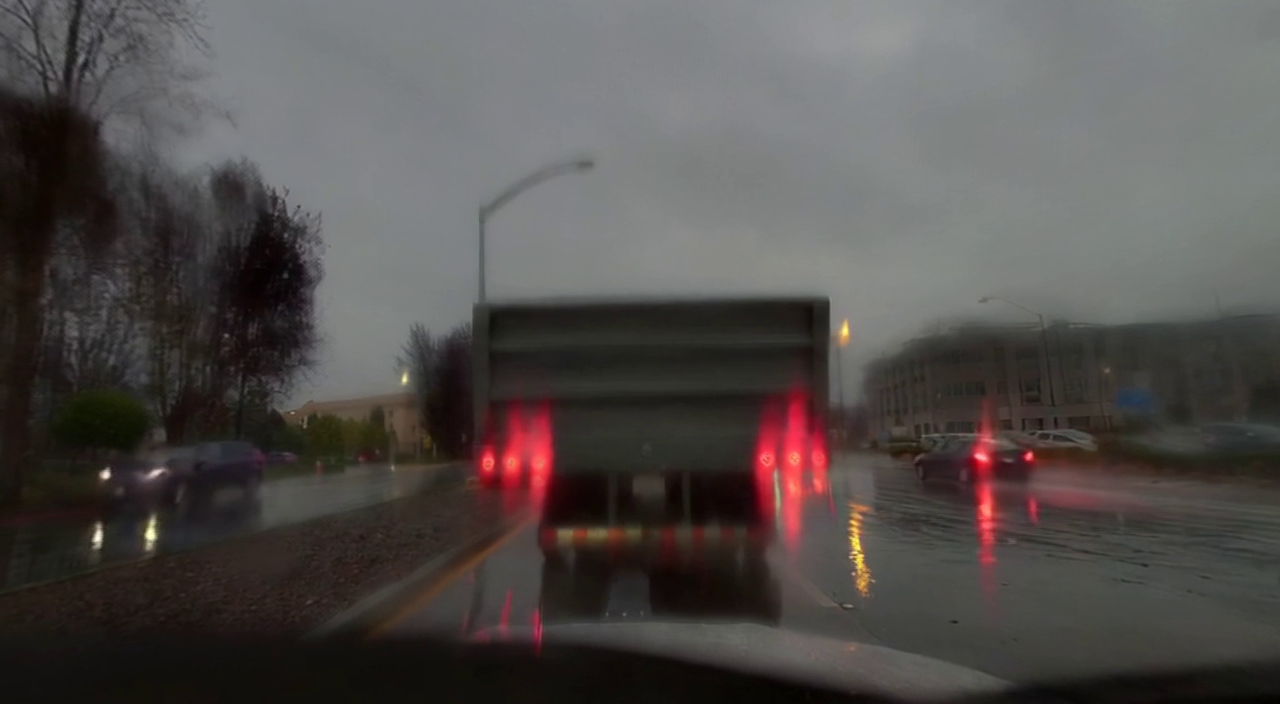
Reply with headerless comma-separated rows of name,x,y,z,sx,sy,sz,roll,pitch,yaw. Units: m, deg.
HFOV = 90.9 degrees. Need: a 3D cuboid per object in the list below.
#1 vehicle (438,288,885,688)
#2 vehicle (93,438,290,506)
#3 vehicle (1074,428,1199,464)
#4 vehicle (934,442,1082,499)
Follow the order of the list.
vehicle,0.272,1.301,7.374,2.650,2.391,7.008,-1,-8,3
vehicle,-14.493,3.865,21.008,2.218,1.926,5.753,-1,-8,2
vehicle,23.092,4.389,29.445,4.171,1.614,1.894,-1,-8,1
vehicle,10.492,3.372,18.408,1.907,1.465,4.077,-1,-8,1
